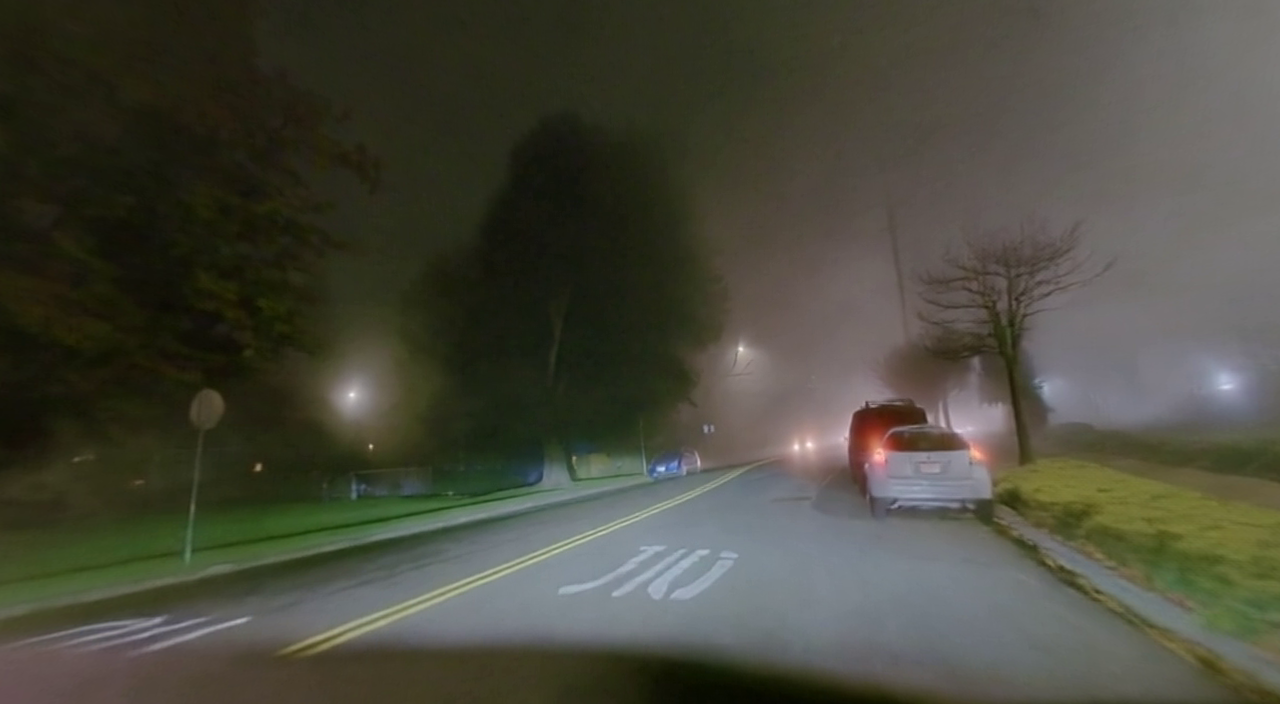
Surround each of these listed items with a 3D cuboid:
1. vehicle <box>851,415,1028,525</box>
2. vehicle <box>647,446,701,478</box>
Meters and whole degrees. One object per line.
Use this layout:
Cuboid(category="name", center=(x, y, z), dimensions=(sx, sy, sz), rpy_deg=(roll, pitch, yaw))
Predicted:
Cuboid(category="vehicle", center=(5.370, 2.122, 11.969), dimensions=(2.242, 1.661, 4.273), rpy_deg=(-3, -8, 15))
Cuboid(category="vehicle", center=(2.031, 6.231, 35.754), dimensions=(2.033, 1.456, 4.370), rpy_deg=(-8, -9, 14))
